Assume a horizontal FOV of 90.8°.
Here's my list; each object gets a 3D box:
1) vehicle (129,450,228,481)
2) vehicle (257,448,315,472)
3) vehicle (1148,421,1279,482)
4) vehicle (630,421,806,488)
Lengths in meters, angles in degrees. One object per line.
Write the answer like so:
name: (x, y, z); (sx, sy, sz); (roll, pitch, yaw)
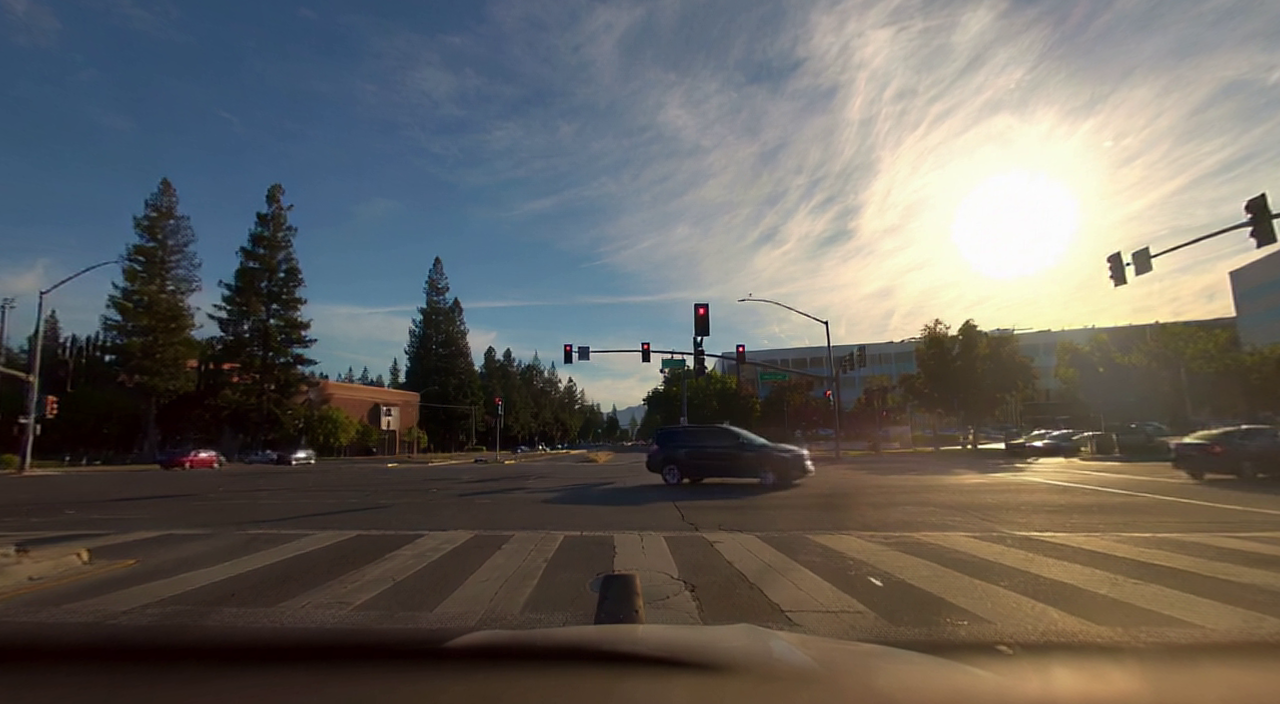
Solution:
vehicle: (-26.864, 6.595, 37.016); (2.135, 1.637, 4.582); (-1, -9, 4)
vehicle: (-26.289, 8.021, 47.102); (1.889, 1.662, 4.319); (0, -9, -1)
vehicle: (17.850, 2.914, 18.626); (4.180, 1.678, 1.982); (1, -9, -7)
vehicle: (2.549, 3.366, 20.982); (5.310, 1.972, 2.223); (-4, -9, 26)
